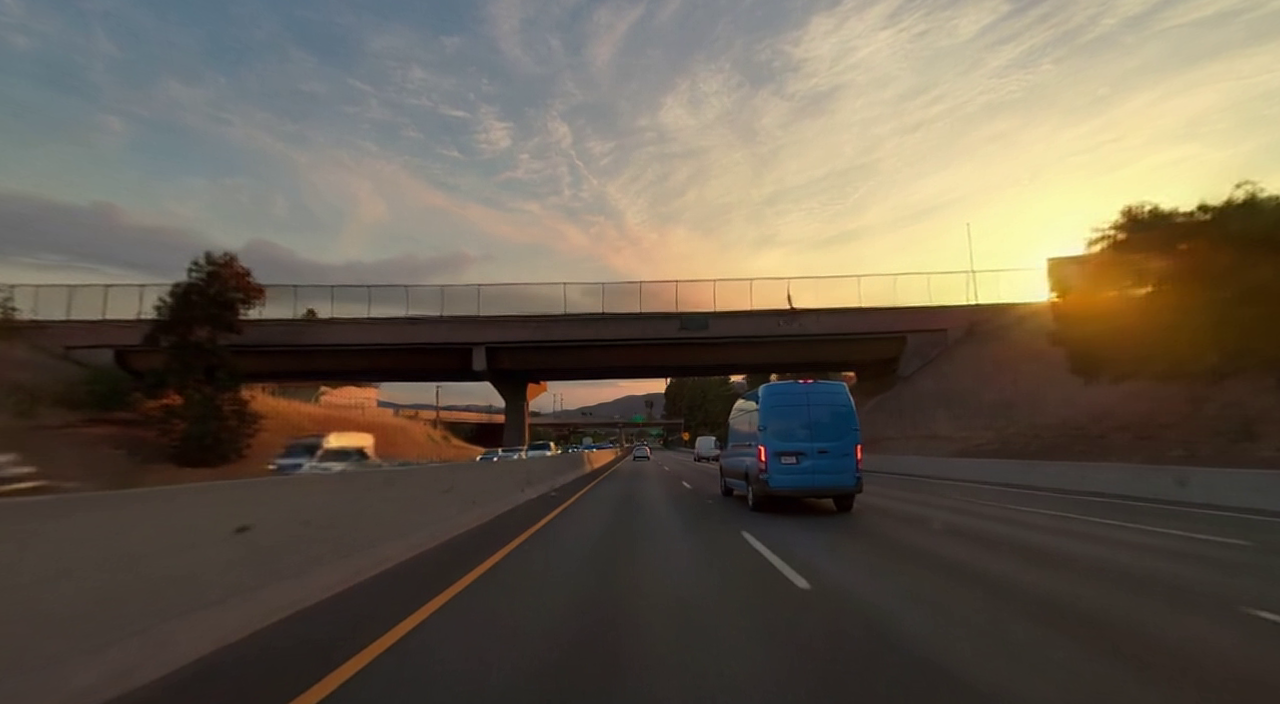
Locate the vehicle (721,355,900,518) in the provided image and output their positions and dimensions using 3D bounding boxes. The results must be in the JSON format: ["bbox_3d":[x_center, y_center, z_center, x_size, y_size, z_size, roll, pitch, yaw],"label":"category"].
[{"bbox_3d":[3.760,2.162,15.792,2.460,3.155,6.902,0,-9,0],"label":"vehicle"}]

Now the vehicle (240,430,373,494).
[{"bbox_3d":[-15.327,5.104,29.646,2.606,2.626,6.509,0,-9,0],"label":"vehicle"}]

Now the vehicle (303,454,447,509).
[{"bbox_3d":[-7.719,3.798,19.119,1.932,1.381,5.404,0,-9,1],"label":"vehicle"}]

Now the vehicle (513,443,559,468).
[{"bbox_3d":[-7.147,7.193,43.890,2.317,1.632,4.613,0,-9,1],"label":"vehicle"}]

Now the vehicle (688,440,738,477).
[{"bbox_3d":[3.655,5.432,32.324,2.009,1.731,4.149,0,-9,-1],"label":"vehicle"}]
